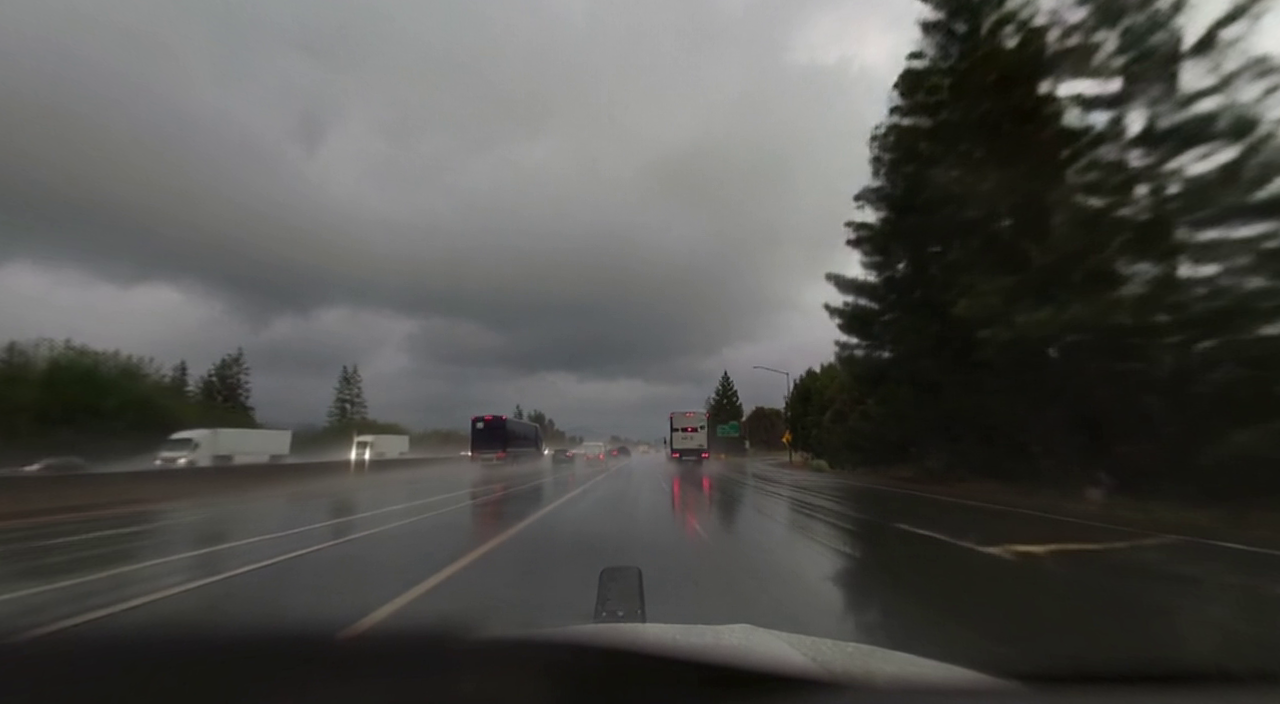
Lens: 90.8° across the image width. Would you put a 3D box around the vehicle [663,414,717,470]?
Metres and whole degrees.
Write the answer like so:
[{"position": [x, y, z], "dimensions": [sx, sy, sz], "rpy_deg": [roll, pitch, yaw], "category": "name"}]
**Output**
[{"position": [3.476, 6.895, 47.692], "dimensions": [2.928, 3.595, 13.975], "rpy_deg": [0, -9, 0], "category": "vehicle"}]
